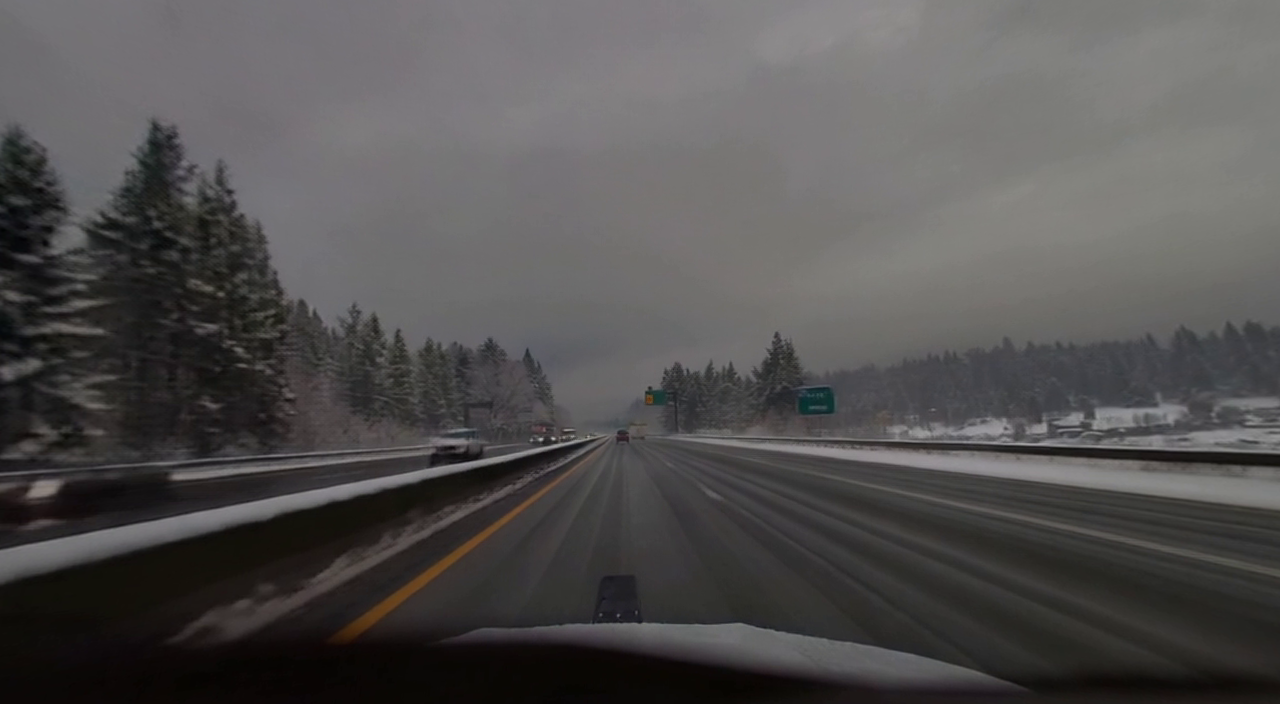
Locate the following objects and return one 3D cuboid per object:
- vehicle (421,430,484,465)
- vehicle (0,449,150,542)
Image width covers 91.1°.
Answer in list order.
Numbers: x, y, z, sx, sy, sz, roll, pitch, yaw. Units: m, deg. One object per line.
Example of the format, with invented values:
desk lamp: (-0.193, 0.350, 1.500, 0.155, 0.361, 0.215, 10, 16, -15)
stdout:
vehicle: (-10.207, 5.201, 34.572, 2.268, 1.779, 4.159, 0, -8, -1)
vehicle: (-14.086, 3.104, 14.172, 2.898, 1.726, 3.957, 0, -8, -1)
